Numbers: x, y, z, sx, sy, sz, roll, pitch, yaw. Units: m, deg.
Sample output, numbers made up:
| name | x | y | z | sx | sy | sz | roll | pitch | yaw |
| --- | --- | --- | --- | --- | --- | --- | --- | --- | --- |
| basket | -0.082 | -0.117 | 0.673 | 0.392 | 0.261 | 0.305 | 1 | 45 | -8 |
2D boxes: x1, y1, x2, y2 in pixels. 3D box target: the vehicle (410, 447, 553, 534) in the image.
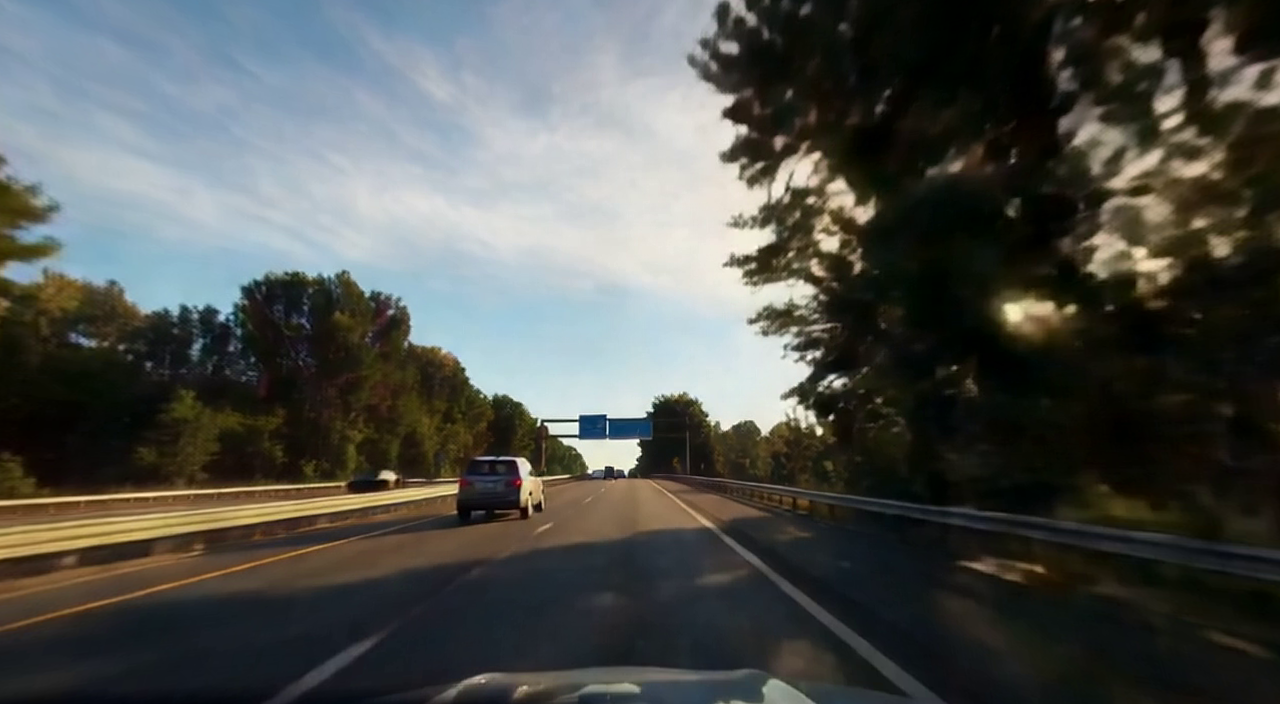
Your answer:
| name | x | y | z | sx | sy | sz | roll | pitch | yaw |
| --- | --- | --- | --- | --- | --- | --- | --- | --- | --- |
| vehicle | -3.460 | 3.172 | 14.819 | 2.107 | 1.668 | 4.554 | 1 | -11 | 1 |
